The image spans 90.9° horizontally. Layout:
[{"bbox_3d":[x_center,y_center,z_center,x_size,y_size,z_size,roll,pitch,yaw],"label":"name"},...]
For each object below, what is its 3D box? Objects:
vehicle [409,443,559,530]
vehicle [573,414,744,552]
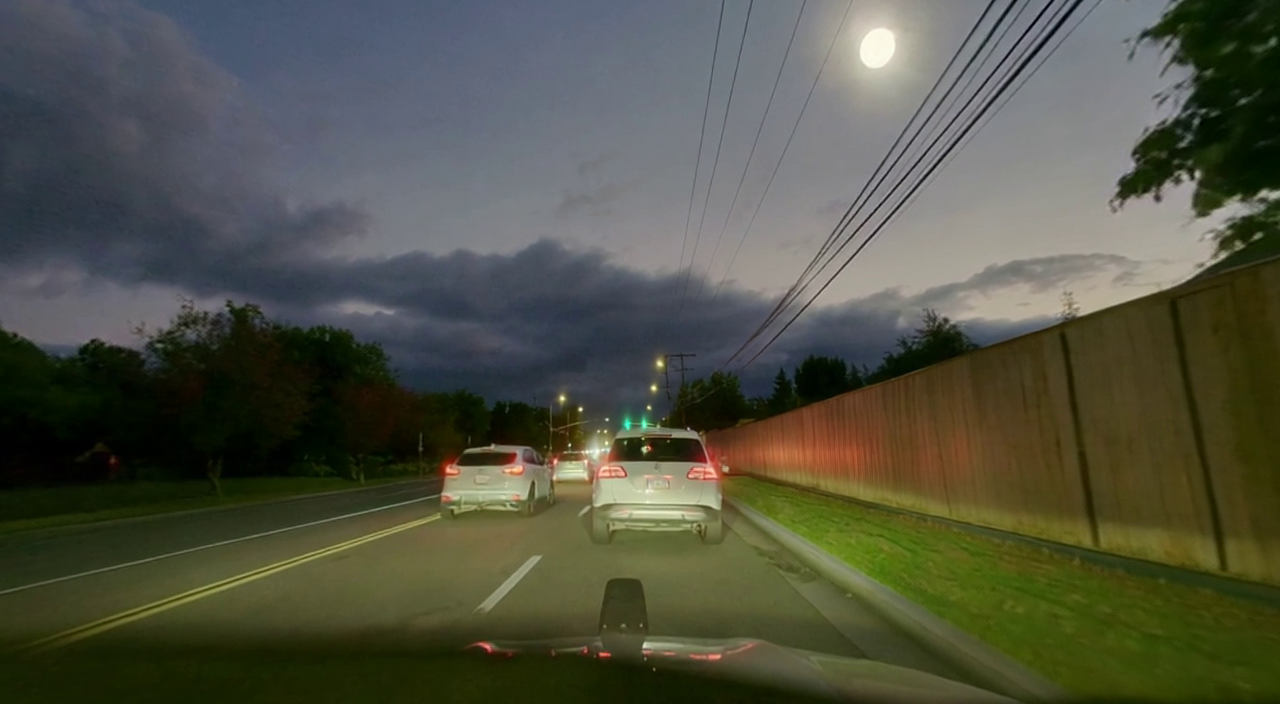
[{"bbox_3d":[-2.971,2.636,12.998,1.979,1.489,4.006,0,-9,1],"label":"vehicle"},{"bbox_3d":[0.244,1.992,10.189,2.174,1.749,4.113,0,-9,0],"label":"vehicle"}]
